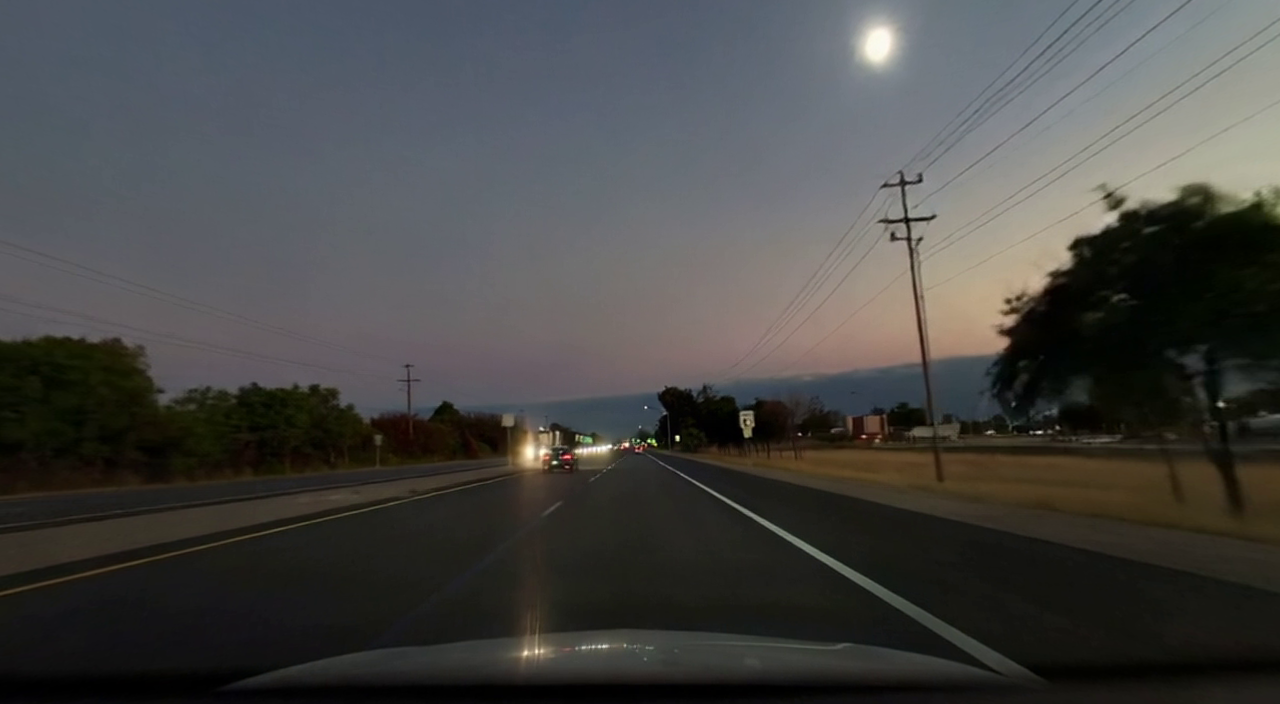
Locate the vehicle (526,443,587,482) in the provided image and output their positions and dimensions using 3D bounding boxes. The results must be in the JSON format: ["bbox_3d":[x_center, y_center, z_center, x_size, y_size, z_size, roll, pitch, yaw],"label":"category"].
[{"bbox_3d":[-3.625,4.890,28.001,2.123,1.545,4.404,0,-9,0],"label":"vehicle"}]
